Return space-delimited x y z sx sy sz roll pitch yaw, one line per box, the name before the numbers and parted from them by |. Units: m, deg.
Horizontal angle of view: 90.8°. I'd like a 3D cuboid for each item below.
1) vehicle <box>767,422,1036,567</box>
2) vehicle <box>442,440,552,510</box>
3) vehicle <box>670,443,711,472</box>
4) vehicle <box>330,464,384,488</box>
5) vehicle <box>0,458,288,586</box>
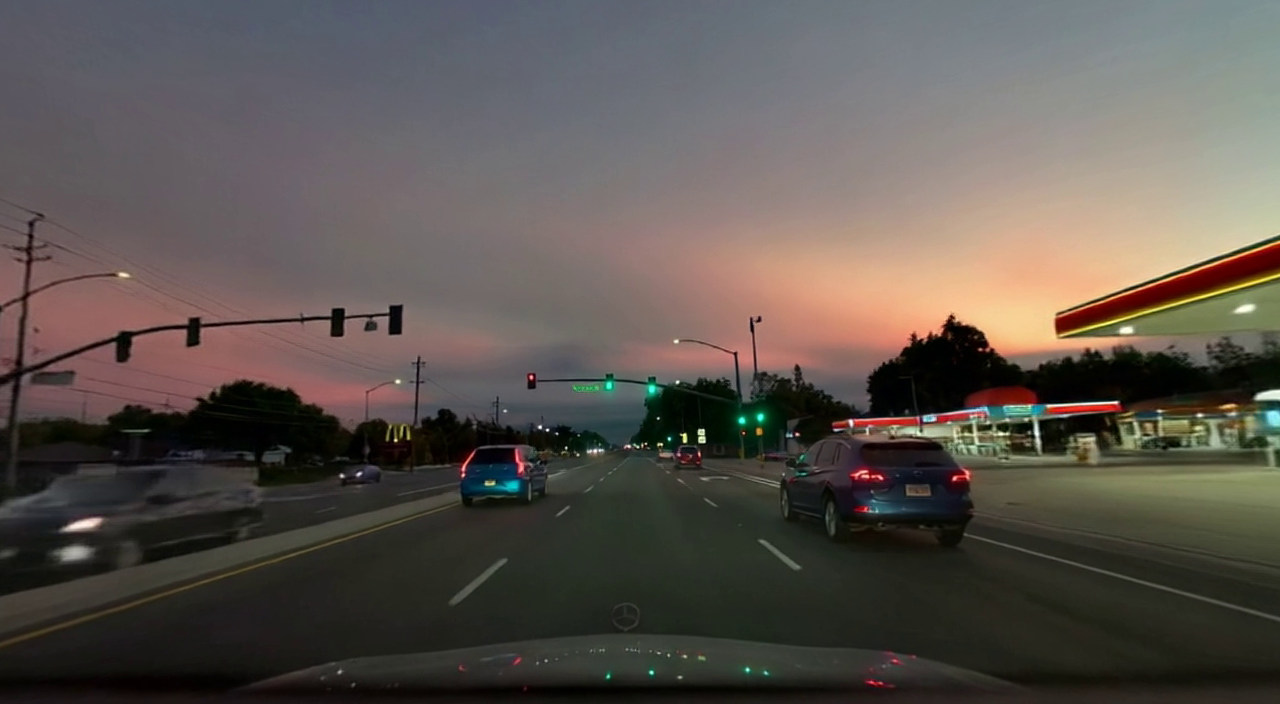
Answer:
vehicle | 3.508 1.992 9.645 2.085 1.655 4.459 0 -9 -1
vehicle | -3.647 3.206 16.915 1.935 1.617 4.045 0 -9 1
vehicle | 3.119 6.638 39.922 2.066 1.699 4.419 0 -9 -2
vehicle | -20.736 9.062 46.439 1.849 1.497 4.444 0 -9 0
vehicle | -8.056 2.543 10.299 2.056 1.519 4.383 0 -8 1
